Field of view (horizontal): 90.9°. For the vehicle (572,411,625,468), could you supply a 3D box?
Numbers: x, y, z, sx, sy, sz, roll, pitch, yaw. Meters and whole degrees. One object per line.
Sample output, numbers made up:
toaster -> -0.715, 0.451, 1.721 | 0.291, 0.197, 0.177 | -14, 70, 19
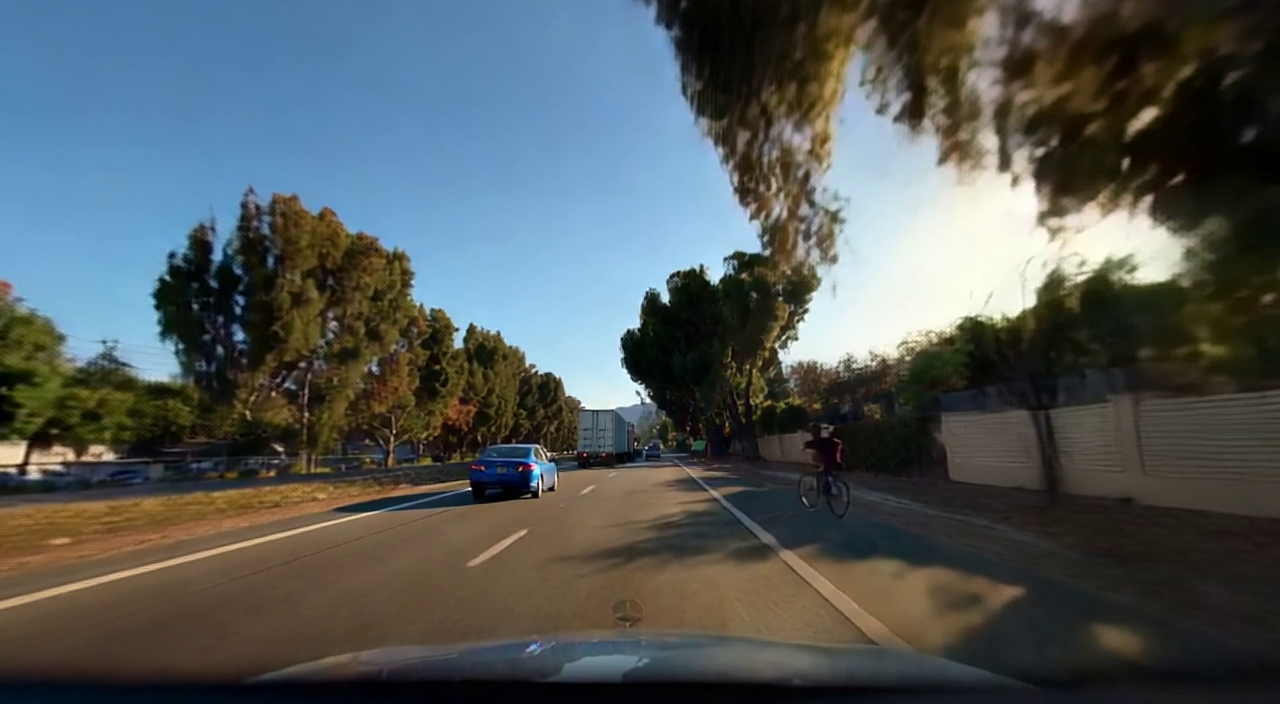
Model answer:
vehicle -> -2.515, 5.750, 41.197 | 2.746, 3.276, 8.572 | 0, -8, 1

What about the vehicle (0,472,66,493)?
vehicle -> -47.683, 10.163, 49.145 | 4.016, 1.434, 1.718 | 0, -9, -3

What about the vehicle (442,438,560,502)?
vehicle -> -3.509, 3.057, 16.828 | 2.005, 1.462, 4.345 | 0, -8, 2
